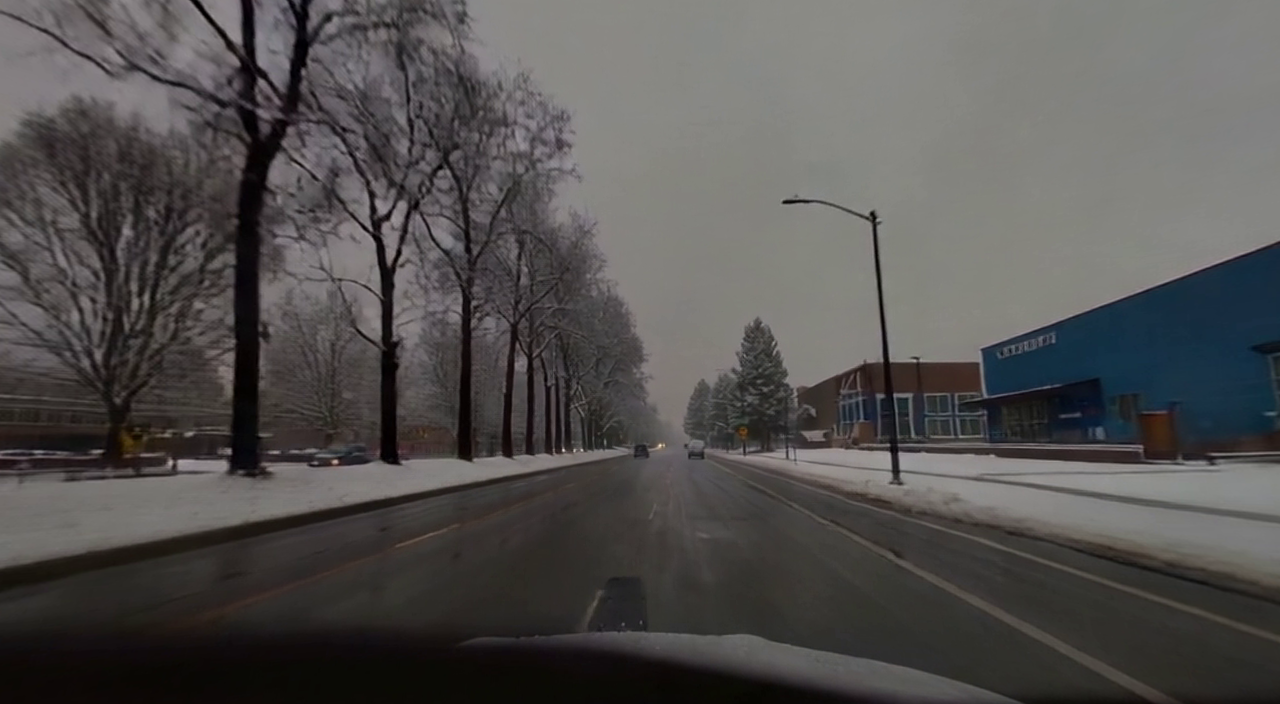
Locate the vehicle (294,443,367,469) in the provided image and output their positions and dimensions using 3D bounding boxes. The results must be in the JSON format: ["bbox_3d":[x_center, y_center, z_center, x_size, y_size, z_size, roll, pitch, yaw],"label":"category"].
[{"bbox_3d":[-23.056,7.765,47.300,2.162,1.818,5.758,-1,-9,4],"label":"vehicle"}]
